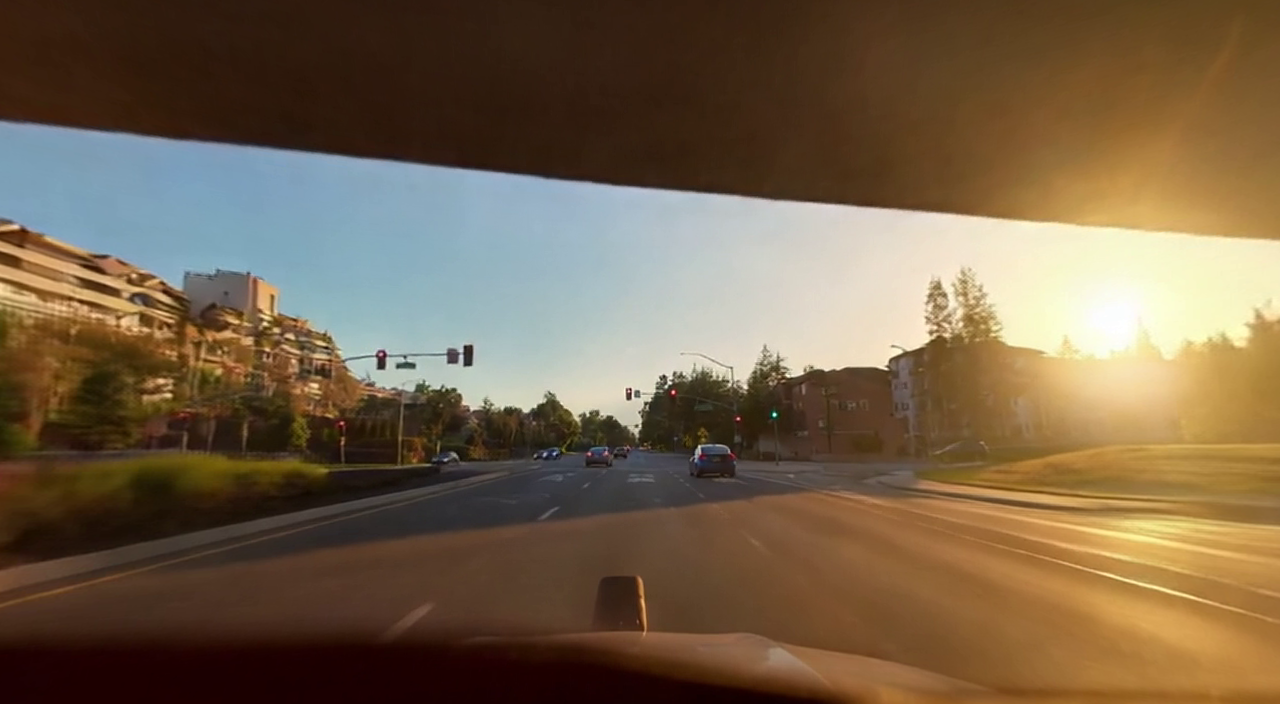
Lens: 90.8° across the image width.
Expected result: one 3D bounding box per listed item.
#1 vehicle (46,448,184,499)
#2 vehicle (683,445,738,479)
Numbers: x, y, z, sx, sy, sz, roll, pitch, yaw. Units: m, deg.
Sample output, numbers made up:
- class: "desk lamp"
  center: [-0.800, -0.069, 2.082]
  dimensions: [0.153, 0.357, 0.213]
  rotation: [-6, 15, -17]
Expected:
- class: "vehicle"
  center: [-20.542, 4.714, 24.984]
  dimensions: [1.918, 1.790, 4.081]
  rotation: [1, -8, -1]
- class: "vehicle"
  center: [3.298, 5.256, 30.437]
  dimensions: [2.068, 1.497, 4.247]
  rotation: [0, -8, -1]
